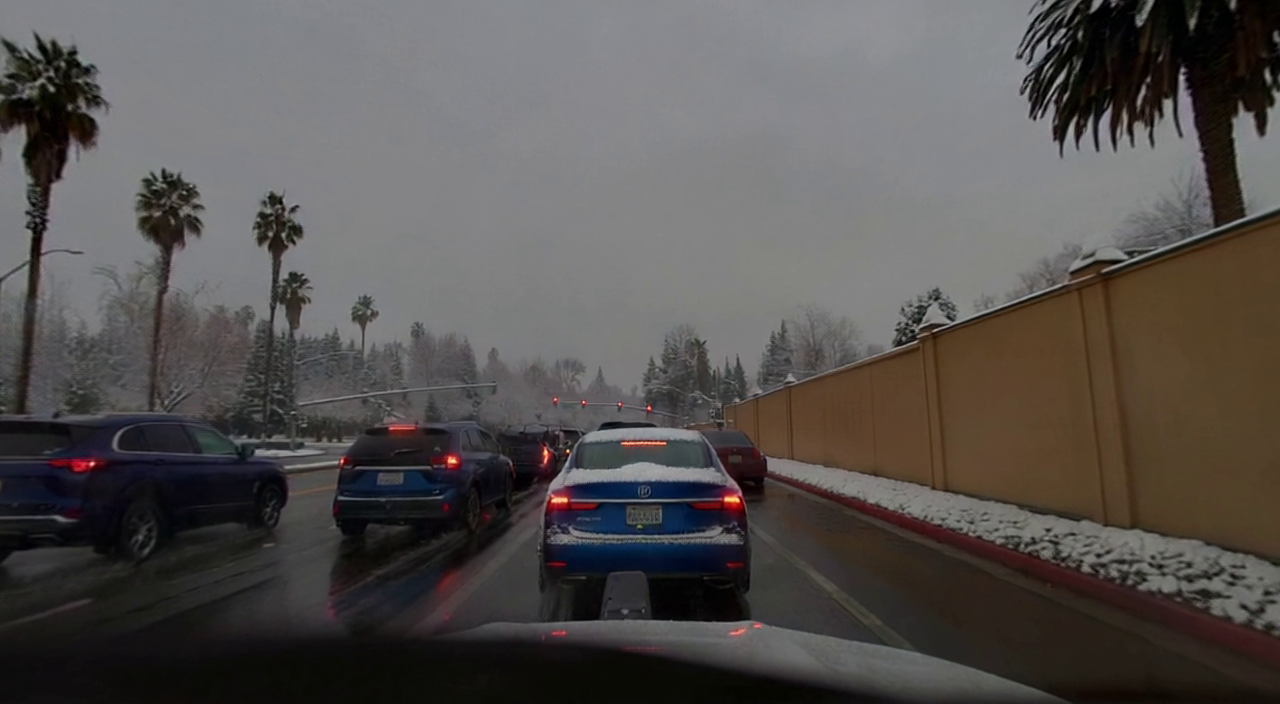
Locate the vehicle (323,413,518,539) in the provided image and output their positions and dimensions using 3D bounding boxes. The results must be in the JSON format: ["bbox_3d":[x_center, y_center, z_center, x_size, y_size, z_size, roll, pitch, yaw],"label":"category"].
[{"bbox_3d":[-3.486,2.050,10.992,2.007,1.746,4.136,0,-8,-2],"label":"vehicle"}]

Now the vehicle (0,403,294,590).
[{"bbox_3d":[-6.676,1.670,8.132,1.963,1.721,4.467,0,-8,-2],"label":"vehicle"}]

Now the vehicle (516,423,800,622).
[{"bbox_3d":[0.070,1.597,6.947,2.128,1.473,4.272,0,-8,-2],"label":"vehicle"}]
